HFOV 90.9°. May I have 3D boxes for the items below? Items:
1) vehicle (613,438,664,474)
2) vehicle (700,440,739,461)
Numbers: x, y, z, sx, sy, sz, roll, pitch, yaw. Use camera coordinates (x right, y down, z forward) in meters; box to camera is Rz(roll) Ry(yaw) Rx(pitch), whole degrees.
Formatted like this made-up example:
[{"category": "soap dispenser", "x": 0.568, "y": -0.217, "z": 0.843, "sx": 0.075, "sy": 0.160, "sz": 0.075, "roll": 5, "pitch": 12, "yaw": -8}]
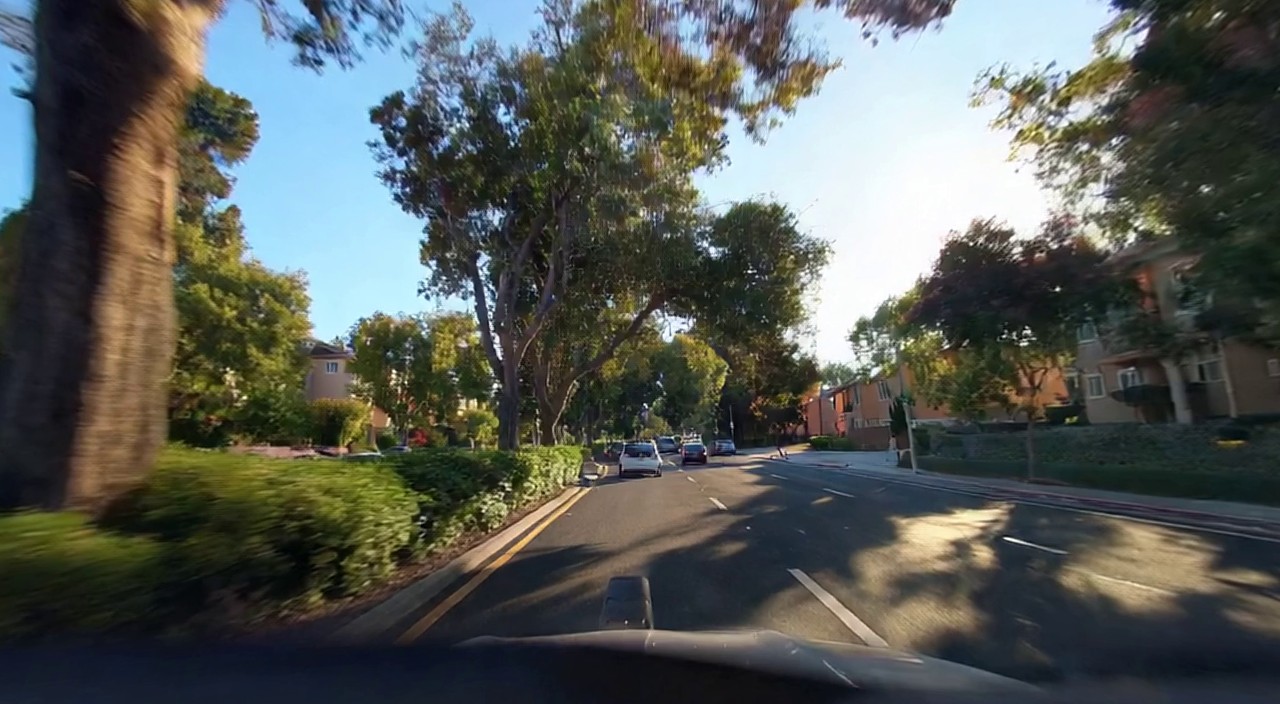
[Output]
[{"category": "vehicle", "x": -0.058, "y": 4.604, "z": 28.084, "sx": 2.102, "sy": 1.481, "sz": 3.907, "roll": 0, "pitch": -8, "yaw": 0}, {"category": "vehicle", "x": 5.880, "y": 7.318, "z": 47.040, "sx": 2.067, "sy": 1.514, "sz": 4.188, "roll": 1, "pitch": -8, "yaw": -5}]
